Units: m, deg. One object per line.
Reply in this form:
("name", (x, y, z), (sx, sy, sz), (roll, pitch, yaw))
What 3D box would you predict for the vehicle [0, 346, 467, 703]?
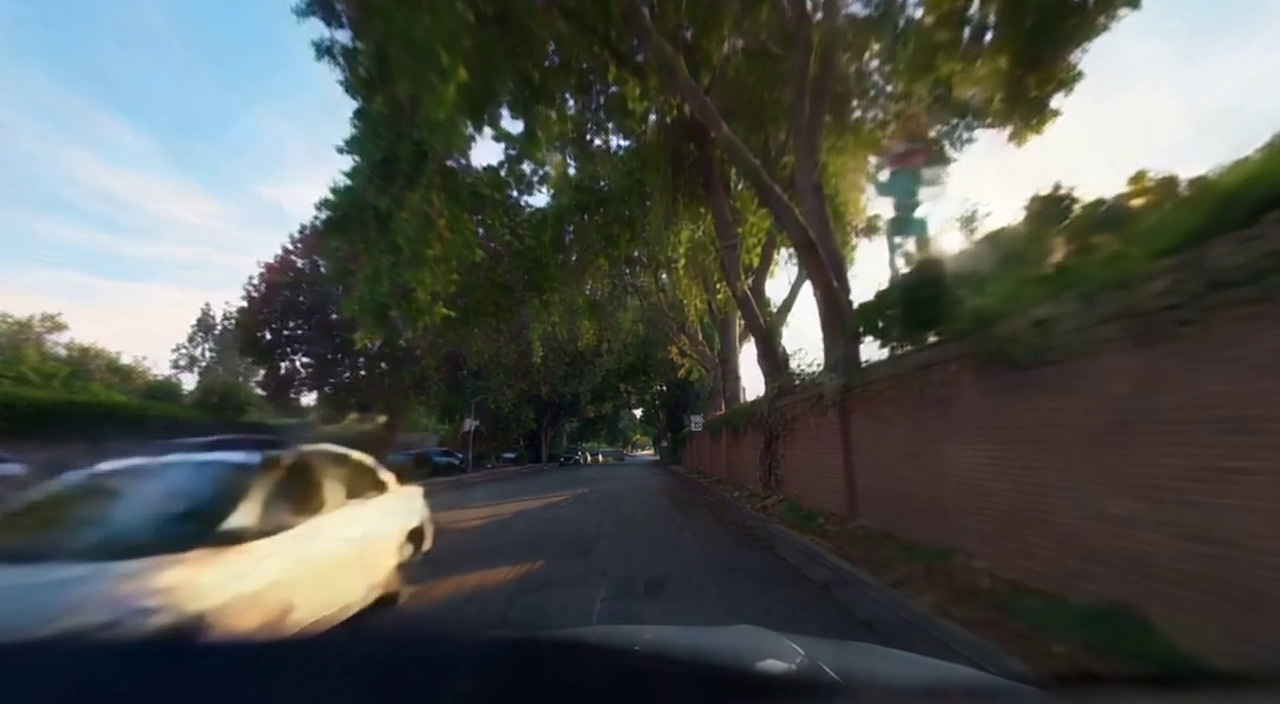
("vehicle", (-2.819, 1.151, 4.306), (2.047, 1.725, 4.288), (0, -8, 0))
